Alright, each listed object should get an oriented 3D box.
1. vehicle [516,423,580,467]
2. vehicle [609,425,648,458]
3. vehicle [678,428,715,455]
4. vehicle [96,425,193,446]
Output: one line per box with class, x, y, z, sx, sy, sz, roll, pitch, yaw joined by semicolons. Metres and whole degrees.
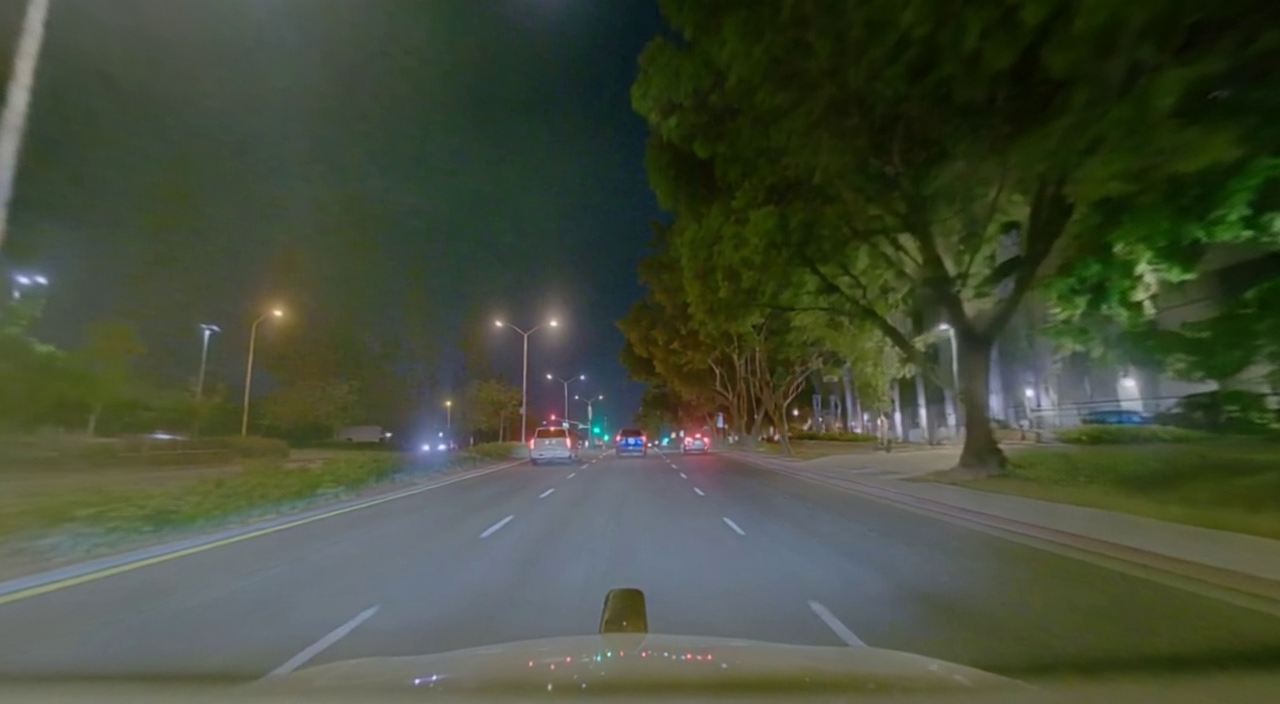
vehicle;-3.806;3.958;26.911;2.047;1.710;4.314;0;-8;1
vehicle;-0.621;4.928;34.749;2.022;1.700;4.084;0;-8;0
vehicle;3.462;5.590;39.277;1.847;1.554;4.052;0;-8;-1
vehicle;-35.366;6.051;45.292;1.883;1.383;5.637;-1;-8;8
